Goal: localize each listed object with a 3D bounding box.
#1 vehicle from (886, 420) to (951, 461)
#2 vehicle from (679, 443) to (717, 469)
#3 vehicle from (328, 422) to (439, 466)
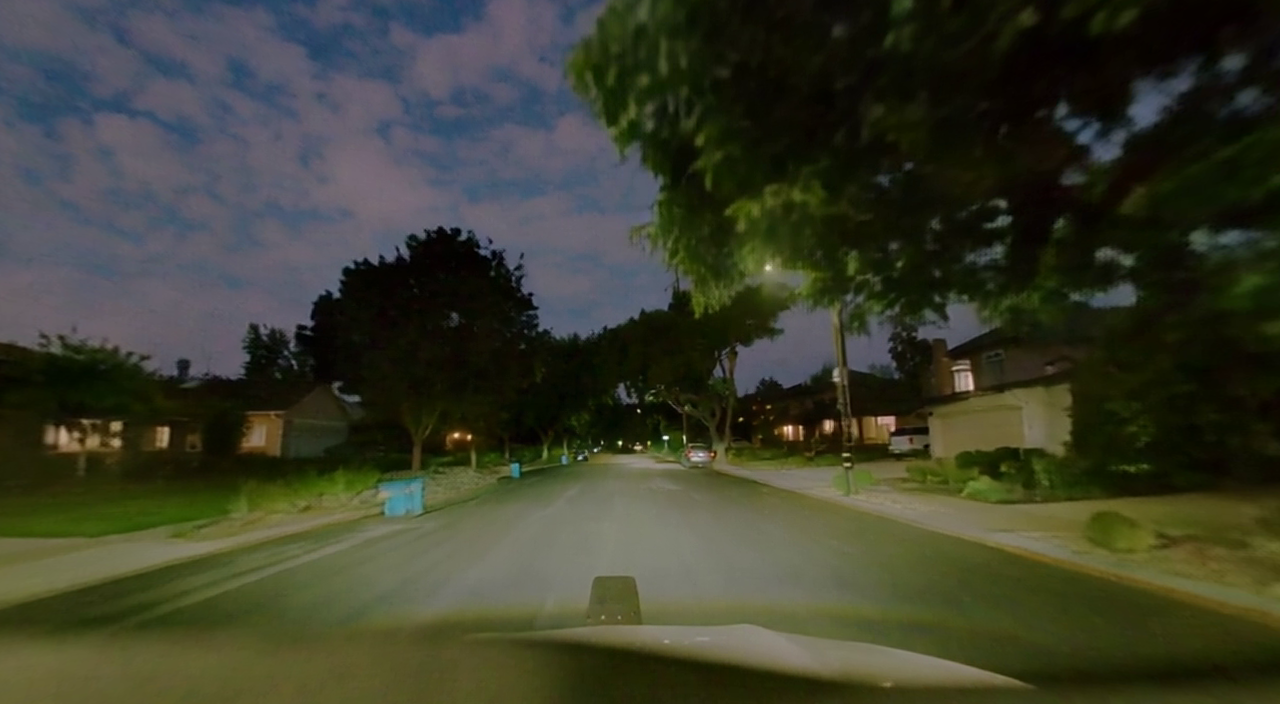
[{"bbox_3d":[14.633,4.650,32.946,2.222,1.963,4.670,-6,-10,33],"label":"vehicle"},{"bbox_3d":[3.572,6.508,39.554,2.011,1.521,4.292,0,-9,1],"label":"vehicle"},{"bbox_3d":[-17.175,6.213,42.396,6.381,2.645,2.703,-3,-9,9],"label":"vehicle"}]
